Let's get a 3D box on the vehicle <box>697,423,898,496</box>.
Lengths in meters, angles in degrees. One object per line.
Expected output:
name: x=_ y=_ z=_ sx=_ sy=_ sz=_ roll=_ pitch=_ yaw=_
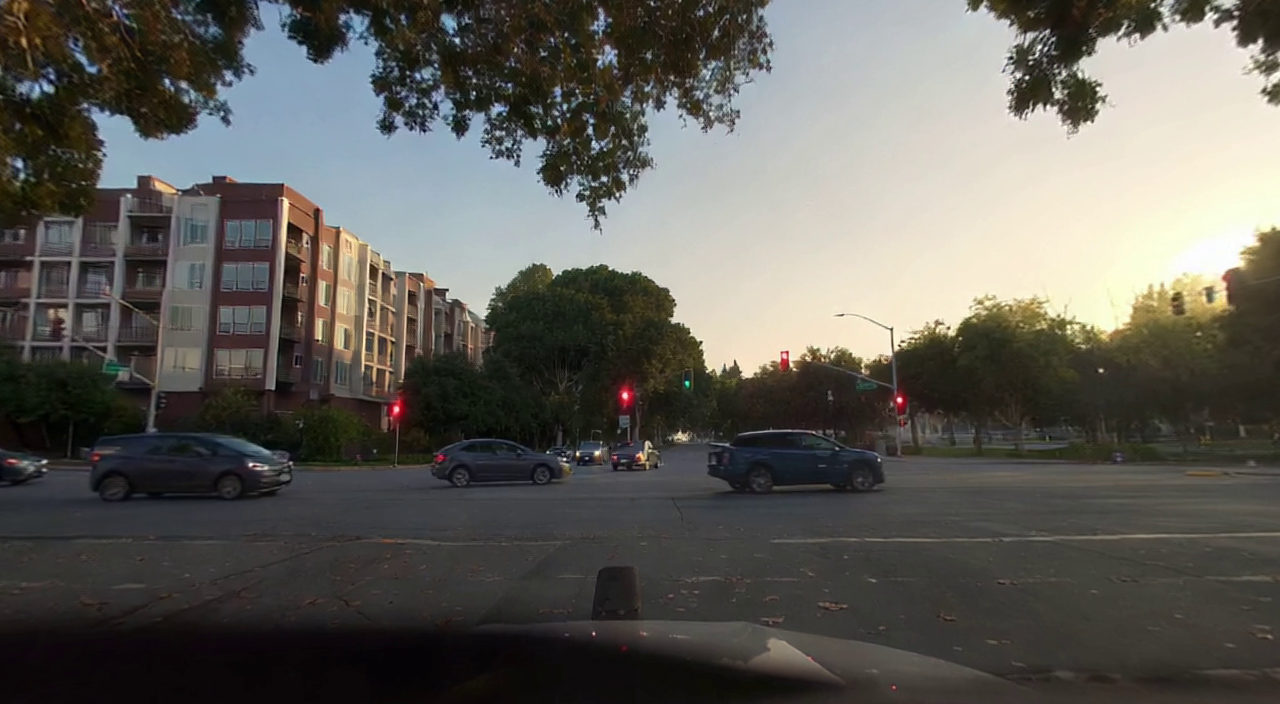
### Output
vehicle: x=4.467 y=3.105 z=18.546 sx=5.101 sy=1.940 sz=2.468 roll=1 pitch=-8 yaw=-7

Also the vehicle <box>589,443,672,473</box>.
vehicle: x=-0.421 y=5.714 z=34.414 sx=1.976 sy=1.505 sz=5.084 roll=-6 pitch=-10 yaw=33

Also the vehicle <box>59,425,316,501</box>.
vehicle: x=-11.544 y=2.857 z=16.497 sx=4.923 sy=1.800 sz=2.153 roll=0 pitch=-8 yaw=-5

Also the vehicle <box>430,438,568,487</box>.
vehicle: x=-4.966 y=3.834 z=22.285 sx=4.397 sy=1.569 sz=1.955 roll=3 pitch=-9 yaw=-23
